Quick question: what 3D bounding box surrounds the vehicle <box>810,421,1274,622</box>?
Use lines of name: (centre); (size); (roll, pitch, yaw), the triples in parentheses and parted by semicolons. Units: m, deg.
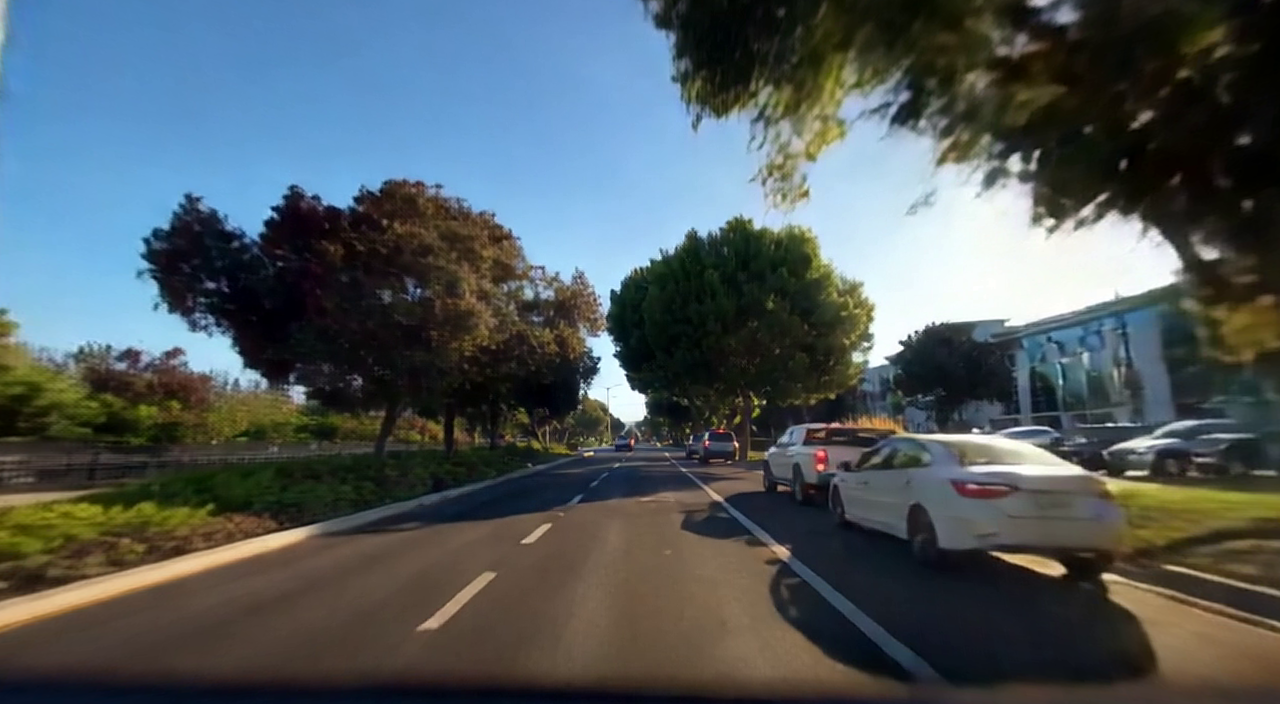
vehicle: (3.638, 1.587, 7.084); (2.068, 1.461, 4.653); (0, -8, -1)

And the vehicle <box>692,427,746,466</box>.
vehicle: (4.161, 5.046, 33.876); (2.226, 1.889, 4.543); (0, -8, -1)
